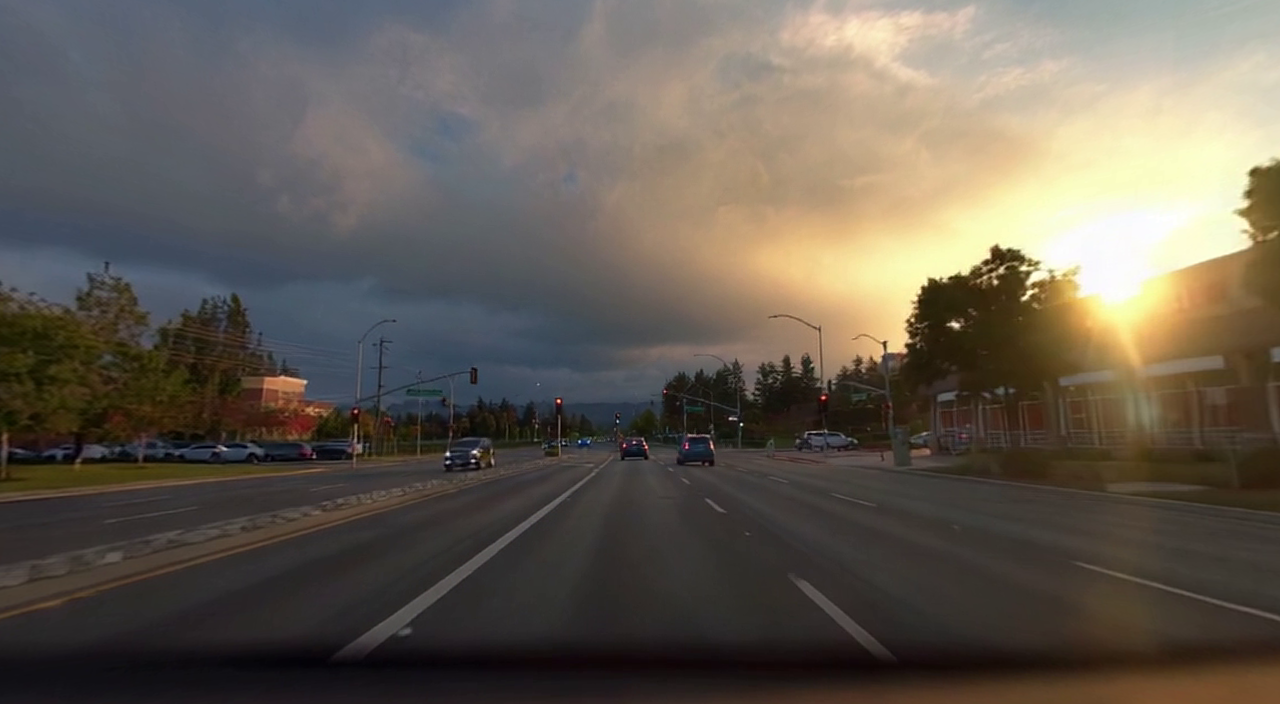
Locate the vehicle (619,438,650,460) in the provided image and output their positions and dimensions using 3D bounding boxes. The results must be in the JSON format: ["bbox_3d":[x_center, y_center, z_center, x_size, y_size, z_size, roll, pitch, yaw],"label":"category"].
[{"bbox_3d":[-0.339,6.805,44.225,2.035,1.474,3.779,0,-9,1],"label":"vehicle"}]

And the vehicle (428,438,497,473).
[{"bbox_3d":[-8.295,4.857,29.871,1.969,1.526,4.261,0,-9,1],"label":"vehicle"}]

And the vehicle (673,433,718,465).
[{"bbox_3d":[3.094,5.549,36.245,2.103,1.726,4.385,0,-9,-1],"label":"vehicle"}]
